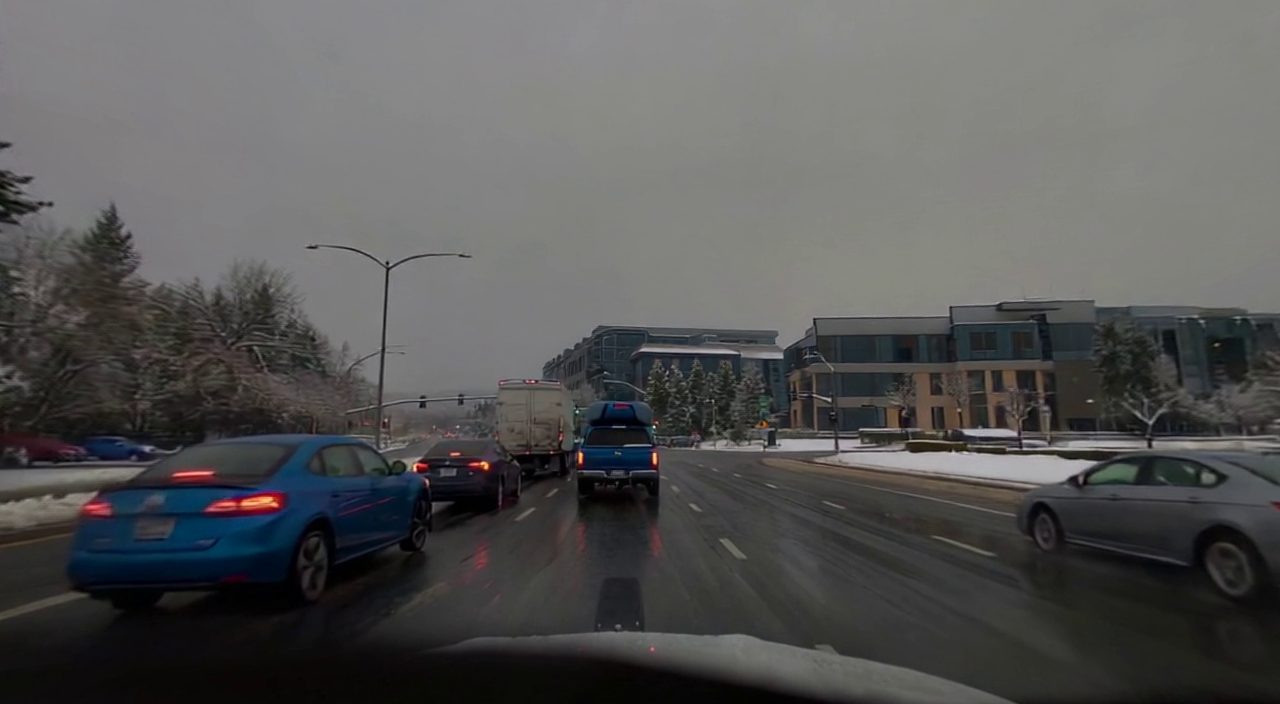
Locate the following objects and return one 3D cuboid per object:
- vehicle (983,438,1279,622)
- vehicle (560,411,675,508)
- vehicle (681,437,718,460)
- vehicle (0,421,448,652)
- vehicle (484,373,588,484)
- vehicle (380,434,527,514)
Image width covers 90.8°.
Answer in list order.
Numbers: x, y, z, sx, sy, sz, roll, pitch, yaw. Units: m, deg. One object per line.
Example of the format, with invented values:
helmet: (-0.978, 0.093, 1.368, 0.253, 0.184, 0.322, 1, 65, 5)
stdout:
vehicle: (5.995, 1.620, 6.504, 2.077, 1.424, 4.869, 0, -8, -2)
vehicle: (-0.509, 2.446, 14.744, 2.260, 1.872, 4.578, 0, -8, -2)
vehicle: (4.091, 6.728, 44.226, 1.967, 1.480, 4.286, 0, -8, -3)
vehicle: (-3.520, 1.497, 6.254, 1.904, 1.460, 4.300, 0, -8, -1)
vehicle: (-4.073, 3.562, 28.239, 2.918, 3.741, 13.683, 0, -8, -2)
vehicle: (-3.865, 2.587, 13.961, 1.932, 1.472, 4.312, 0, -8, 0)
